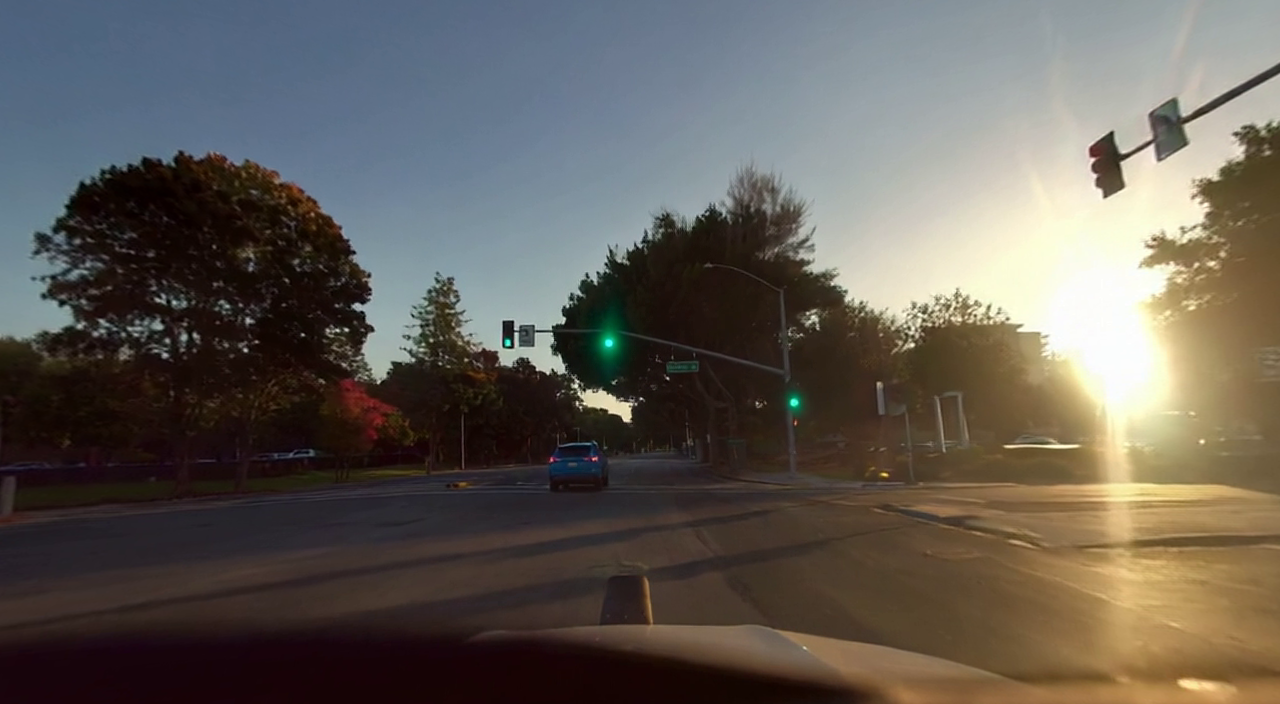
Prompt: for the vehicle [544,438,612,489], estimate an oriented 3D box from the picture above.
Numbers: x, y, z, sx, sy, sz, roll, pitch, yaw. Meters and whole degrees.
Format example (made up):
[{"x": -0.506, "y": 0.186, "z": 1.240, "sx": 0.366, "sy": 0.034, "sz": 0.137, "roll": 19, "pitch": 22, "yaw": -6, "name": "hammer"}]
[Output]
[{"x": -2.315, "y": 4.336, "z": 24.940, "sx": 2.123, "sy": 1.799, "sz": 4.425, "roll": 0, "pitch": -8, "yaw": 2, "name": "vehicle"}]
